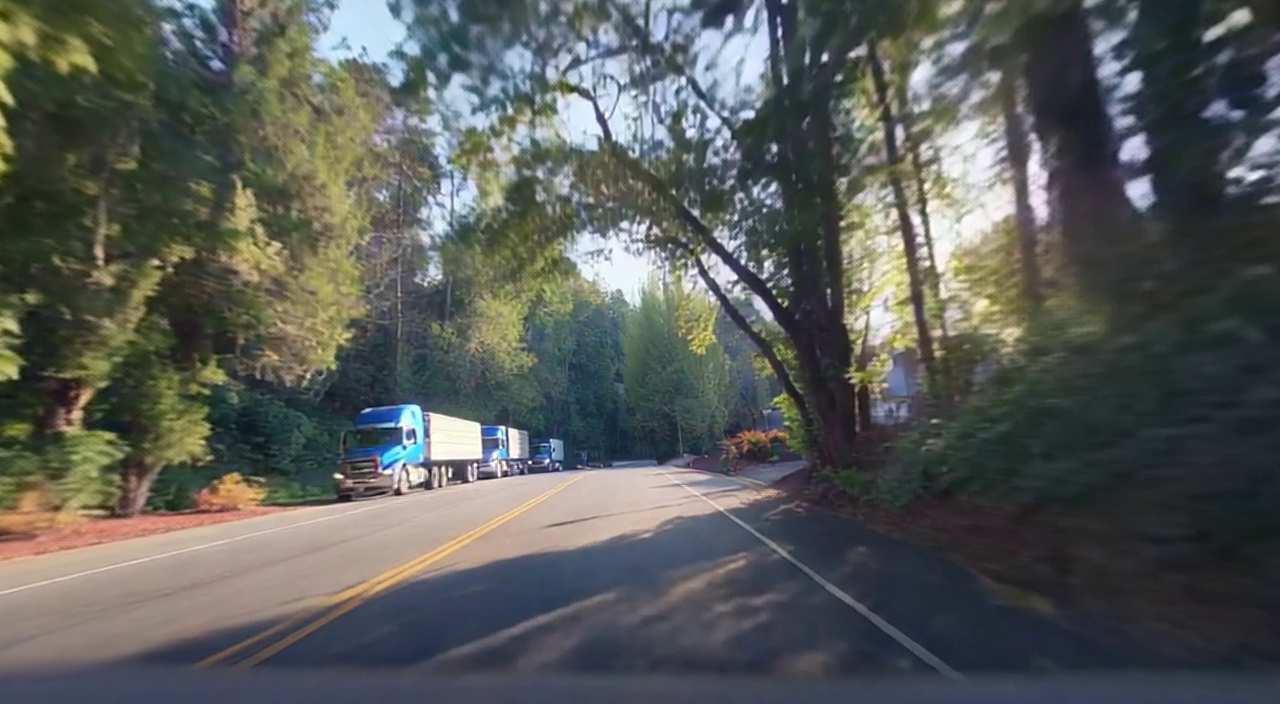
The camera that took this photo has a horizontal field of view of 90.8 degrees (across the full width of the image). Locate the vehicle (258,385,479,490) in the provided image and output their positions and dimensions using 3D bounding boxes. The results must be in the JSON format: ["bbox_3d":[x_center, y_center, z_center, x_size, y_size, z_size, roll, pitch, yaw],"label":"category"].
[{"bbox_3d":[-10.701,3.956,26.776,5.596,3.130,8.972,-4,-13,-2],"label":"vehicle"}]

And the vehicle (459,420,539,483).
[{"bbox_3d":[-8.431,6.016,39.251,2.788,3.365,9.652,0,-7,0],"label":"vehicle"}]
